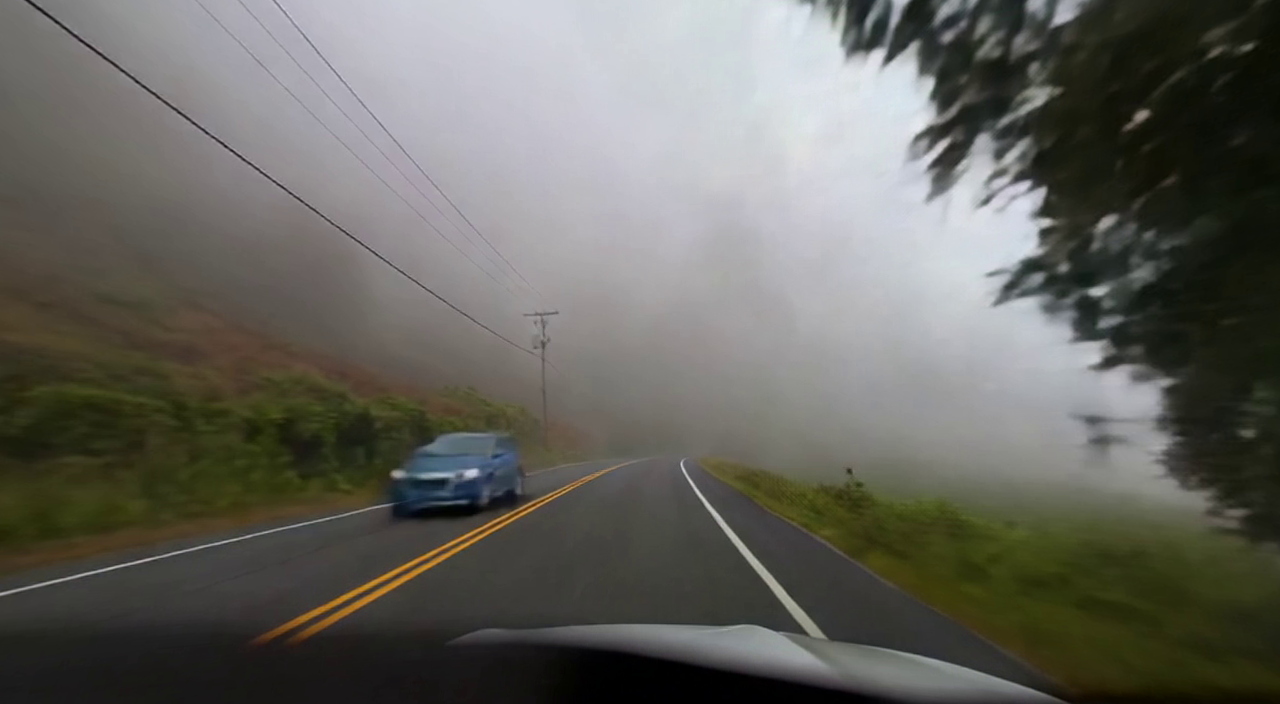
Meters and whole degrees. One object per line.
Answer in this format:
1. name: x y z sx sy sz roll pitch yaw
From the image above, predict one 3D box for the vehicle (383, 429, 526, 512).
1. vehicle: -4.188 2.740 15.078 2.103 1.679 4.081 0 -9 1
